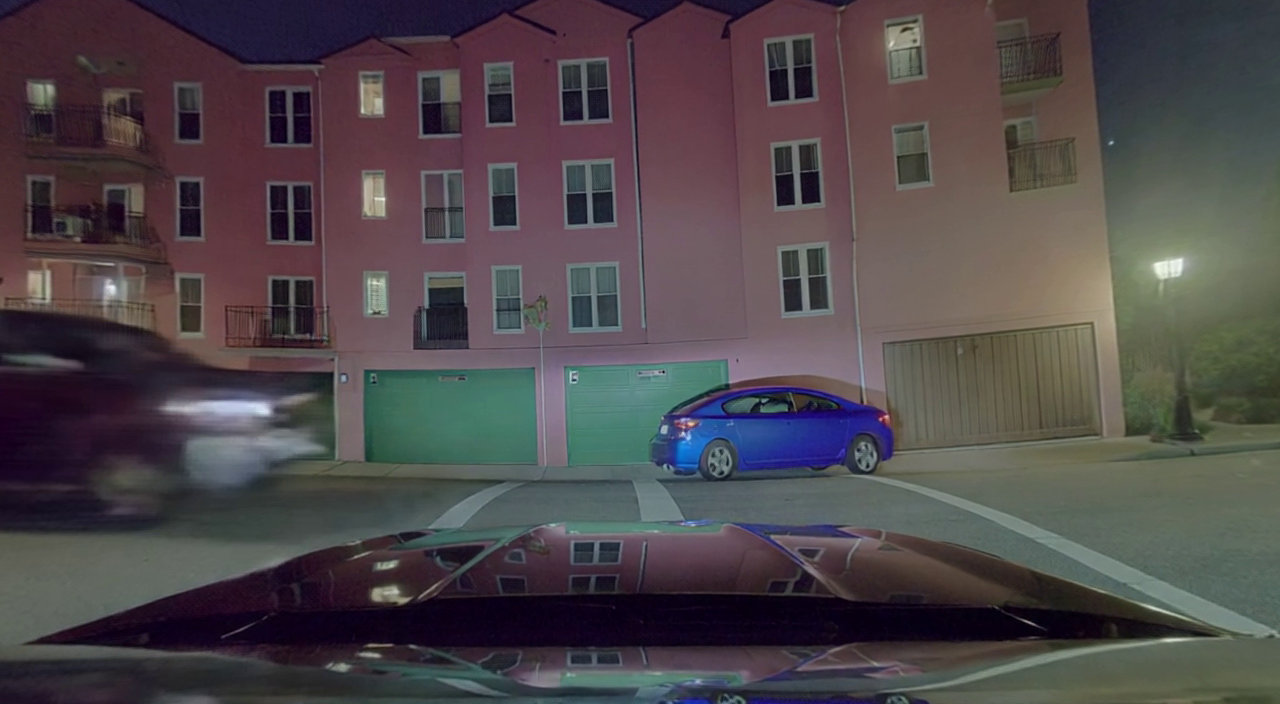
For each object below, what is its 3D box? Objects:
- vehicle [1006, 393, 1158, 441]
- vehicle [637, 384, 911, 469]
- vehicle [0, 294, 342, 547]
[{"bbox_3d":[15.783,2.368,22.679,3.905,1.475,2.057,-2,-8,-2],"label":"vehicle"},{"bbox_3d":[2.301,1.417,11.838,4.697,1.444,1.825,0,-8,-1],"label":"vehicle"},{"bbox_3d":[-6.148,0.669,6.019,5.448,1.974,2.176,0,-8,0],"label":"vehicle"}]
